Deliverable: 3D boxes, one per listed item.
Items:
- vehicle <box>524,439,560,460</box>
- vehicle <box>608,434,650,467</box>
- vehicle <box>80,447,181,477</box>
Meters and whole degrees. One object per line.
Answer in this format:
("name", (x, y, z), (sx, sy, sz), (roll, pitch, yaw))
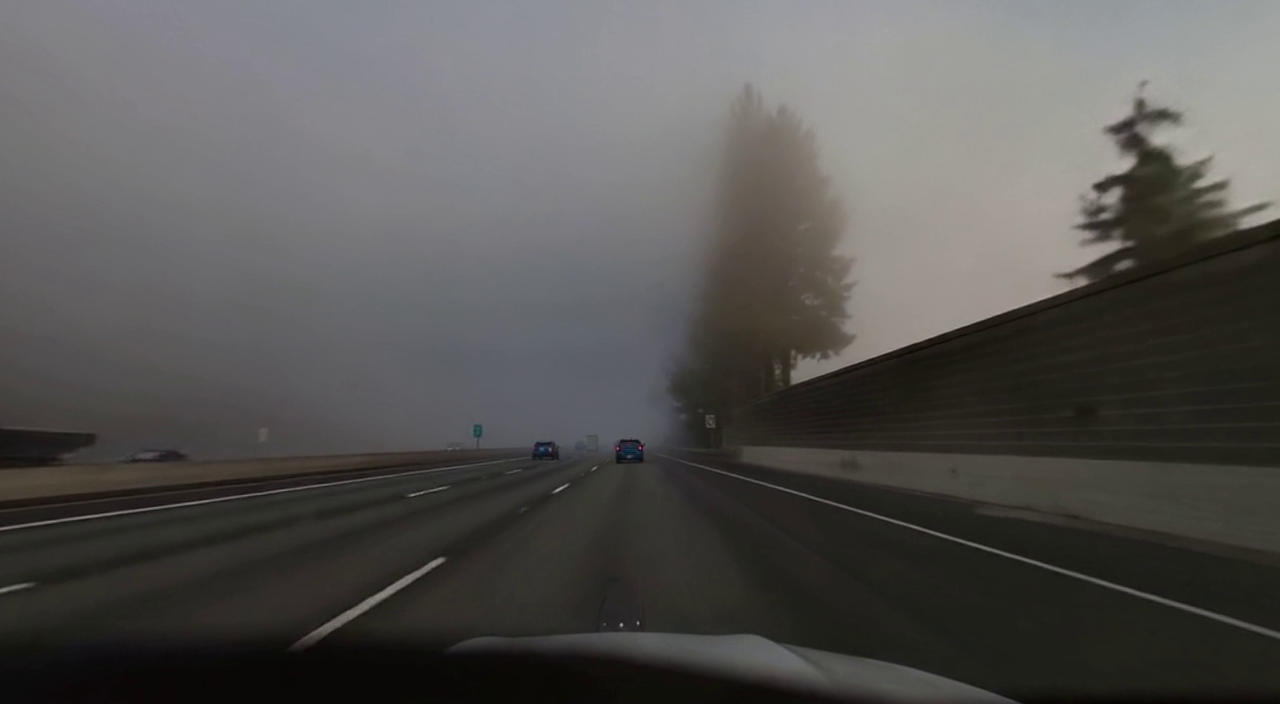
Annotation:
("vehicle", (-7.515, 7.572, 48.834), (2.019, 1.523, 4.396), (0, -8, 1))
("vehicle", (-0.547, 5.389, 34.577), (2.141, 1.706, 4.065), (0, -8, 0))
("vehicle", (-29.103, 6.263, 36.205), (1.875, 1.536, 4.652), (0, -8, 0))
